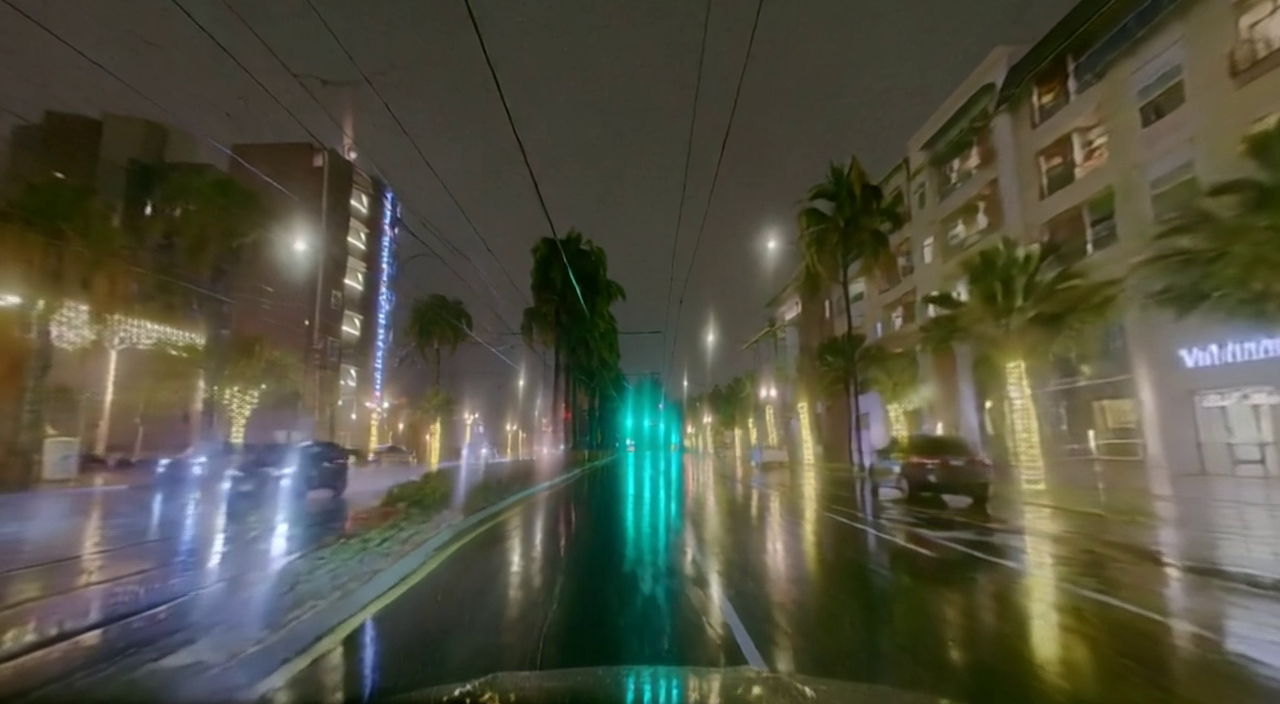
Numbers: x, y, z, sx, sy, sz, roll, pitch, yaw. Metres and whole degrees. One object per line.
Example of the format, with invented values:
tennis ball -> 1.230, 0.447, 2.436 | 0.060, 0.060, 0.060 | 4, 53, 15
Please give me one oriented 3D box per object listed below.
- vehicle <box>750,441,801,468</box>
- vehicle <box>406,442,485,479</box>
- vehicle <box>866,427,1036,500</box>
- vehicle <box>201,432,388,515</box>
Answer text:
vehicle -> 7.973, 6.085, 37.496 | 1.816, 1.488, 4.102 | 1, -8, -5
vehicle -> -8.450, 4.740, 27.832 | 2.046, 1.475, 4.426 | 0, -8, 0
vehicle -> 8.068, 2.928, 17.024 | 1.995, 1.677, 4.863 | 0, -8, -1
vehicle -> -7.511, 2.651, 14.299 | 2.013, 1.590, 4.241 | 1, -8, -3
